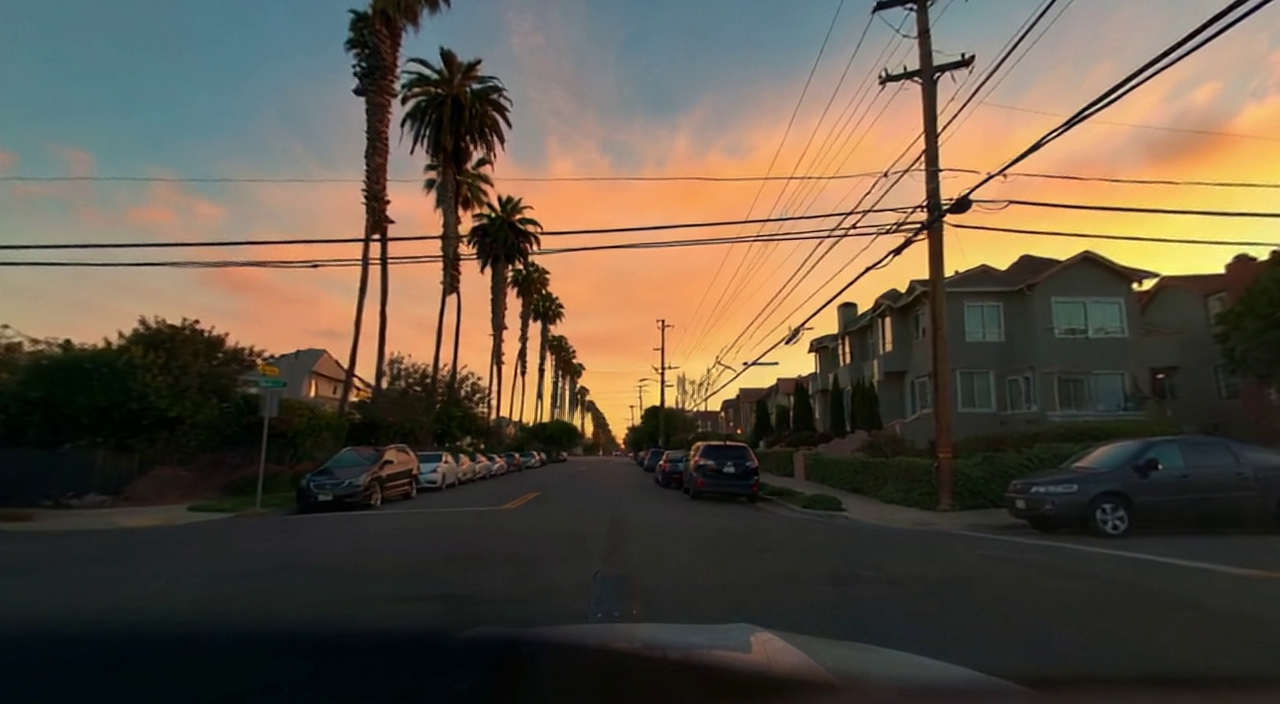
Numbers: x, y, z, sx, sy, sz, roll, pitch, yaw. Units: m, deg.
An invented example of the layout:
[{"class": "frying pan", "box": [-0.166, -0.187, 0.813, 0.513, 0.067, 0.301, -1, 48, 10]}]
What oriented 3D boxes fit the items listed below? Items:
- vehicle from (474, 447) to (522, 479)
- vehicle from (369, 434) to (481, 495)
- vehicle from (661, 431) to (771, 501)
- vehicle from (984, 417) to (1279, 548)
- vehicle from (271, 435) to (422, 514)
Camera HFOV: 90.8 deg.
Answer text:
[{"class": "vehicle", "box": [-8.820, 6.886, 39.653, 2.178, 1.865, 4.658, 0, -9, -3]}, {"class": "vehicle", "box": [-7.703, 4.110, 23.482, 2.301, 1.939, 6.143, 0, -9, -3]}, {"class": "vehicle", "box": [2.199, 3.592, 20.426, 2.505, 1.895, 5.805, 1, -9, -4]}, {"class": "vehicle", "box": [10.003, 2.268, 11.635, 5.971, 1.967, 2.385, -1, -9, -6]}, {"class": "vehicle", "box": [-7.365, 3.089, 16.479, 2.198, 1.724, 4.493, 1, -9, -6]}]
